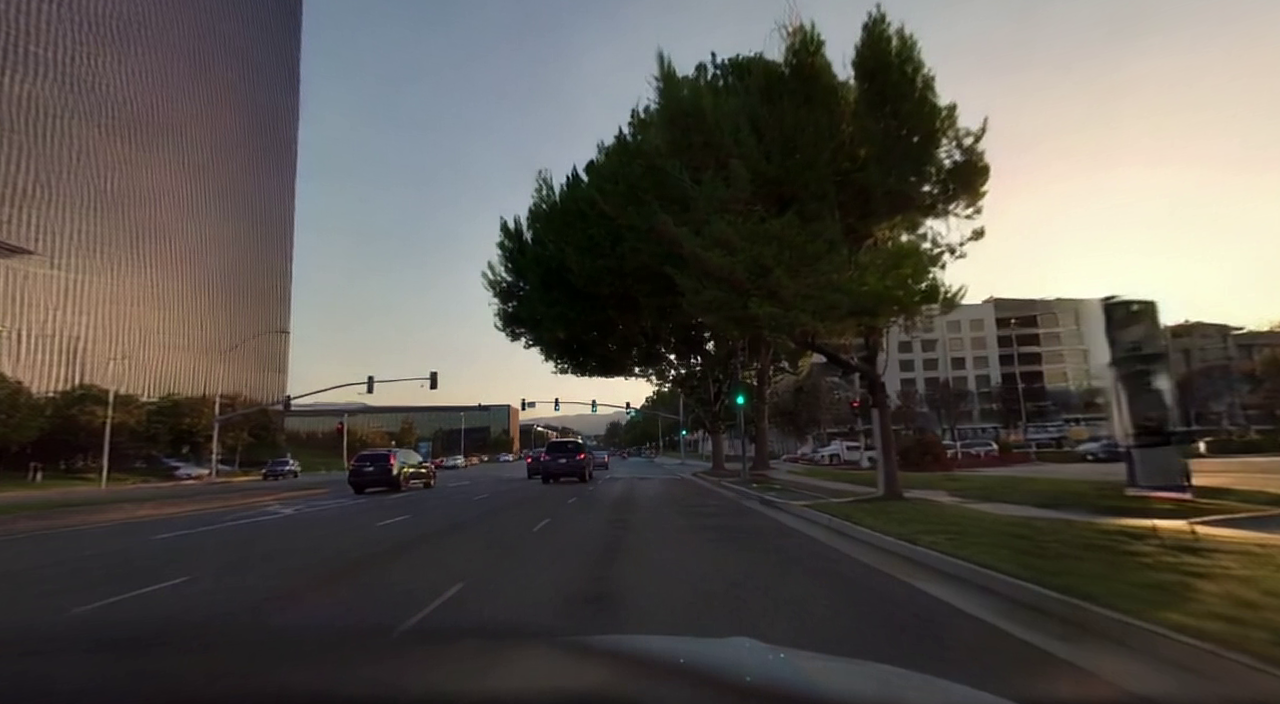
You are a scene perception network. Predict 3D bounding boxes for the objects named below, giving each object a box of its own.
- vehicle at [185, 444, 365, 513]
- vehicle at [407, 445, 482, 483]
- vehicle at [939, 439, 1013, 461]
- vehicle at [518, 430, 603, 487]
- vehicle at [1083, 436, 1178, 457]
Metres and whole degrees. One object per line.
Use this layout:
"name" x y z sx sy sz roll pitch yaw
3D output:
"vehicle" -9.431 3.264 16.885 1.965 1.541 4.718 0 -8 1
"vehicle" -9.102 5.229 29.809 2.068 1.659 4.509 0 -8 1
"vehicle" 25.658 7.485 48.298 4.700 1.579 1.823 -4 -9 19
"vehicle" -3.169 4.460 26.729 2.602 2.091 6.347 -1 -8 2
"vehicle" 34.983 6.751 45.102 4.849 1.399 2.057 -1 -9 17
